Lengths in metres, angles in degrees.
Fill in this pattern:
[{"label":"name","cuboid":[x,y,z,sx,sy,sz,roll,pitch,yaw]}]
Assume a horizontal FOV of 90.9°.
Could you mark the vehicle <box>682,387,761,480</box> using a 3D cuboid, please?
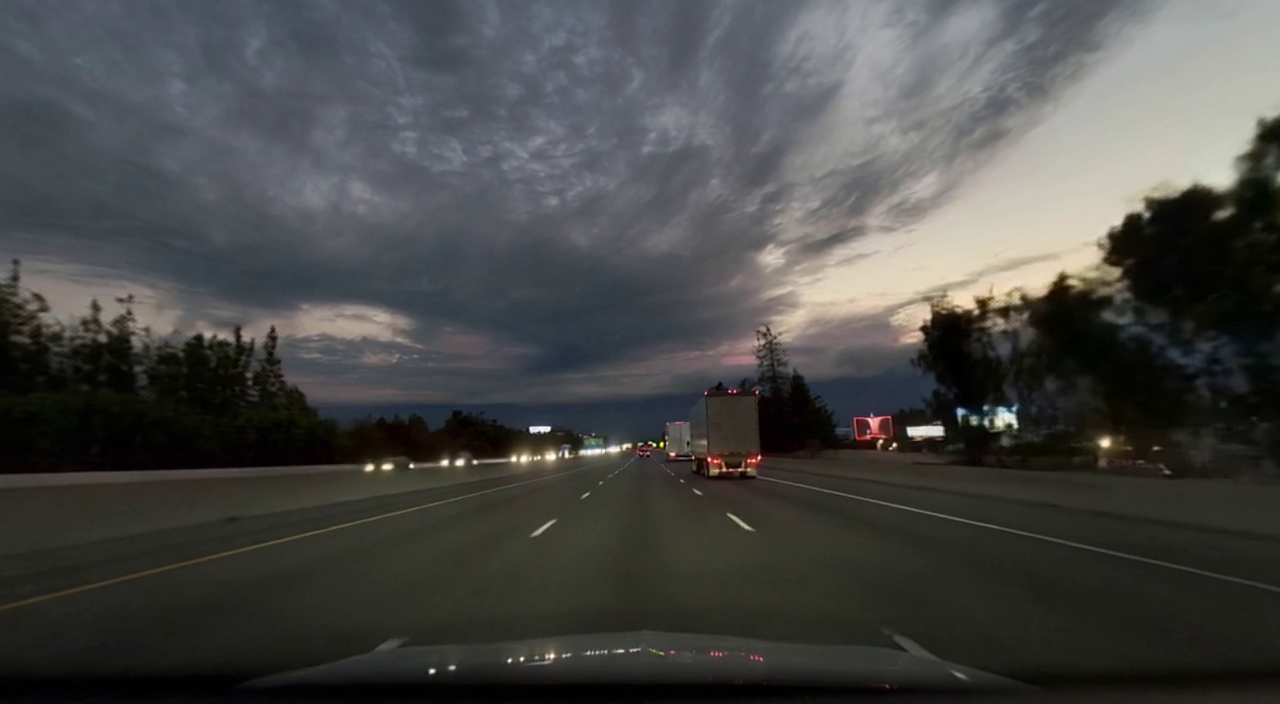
[{"label":"vehicle","cuboid":[4.268,4.846,36.367,2.826,4.269,14.176,0,-9,1]}]
